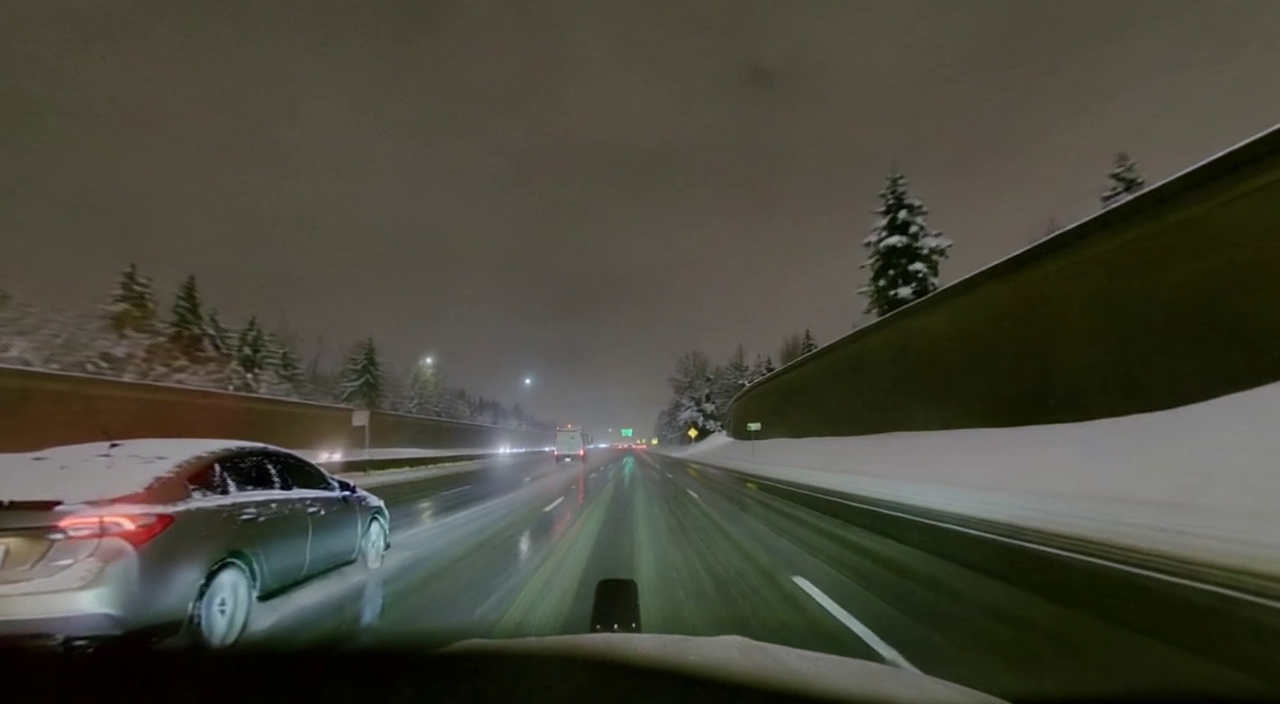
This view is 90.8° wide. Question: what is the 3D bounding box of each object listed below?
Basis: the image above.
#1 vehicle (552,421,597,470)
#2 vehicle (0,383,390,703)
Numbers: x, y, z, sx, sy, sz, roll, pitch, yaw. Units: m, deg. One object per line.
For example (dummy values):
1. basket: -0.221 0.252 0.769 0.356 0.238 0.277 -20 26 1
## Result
1. vehicle: -4.234 6.225 42.077 2.364 2.953 6.732 0 -8 -1
2. vehicle: -3.607 1.153 4.155 2.025 1.556 4.594 0 -9 0
